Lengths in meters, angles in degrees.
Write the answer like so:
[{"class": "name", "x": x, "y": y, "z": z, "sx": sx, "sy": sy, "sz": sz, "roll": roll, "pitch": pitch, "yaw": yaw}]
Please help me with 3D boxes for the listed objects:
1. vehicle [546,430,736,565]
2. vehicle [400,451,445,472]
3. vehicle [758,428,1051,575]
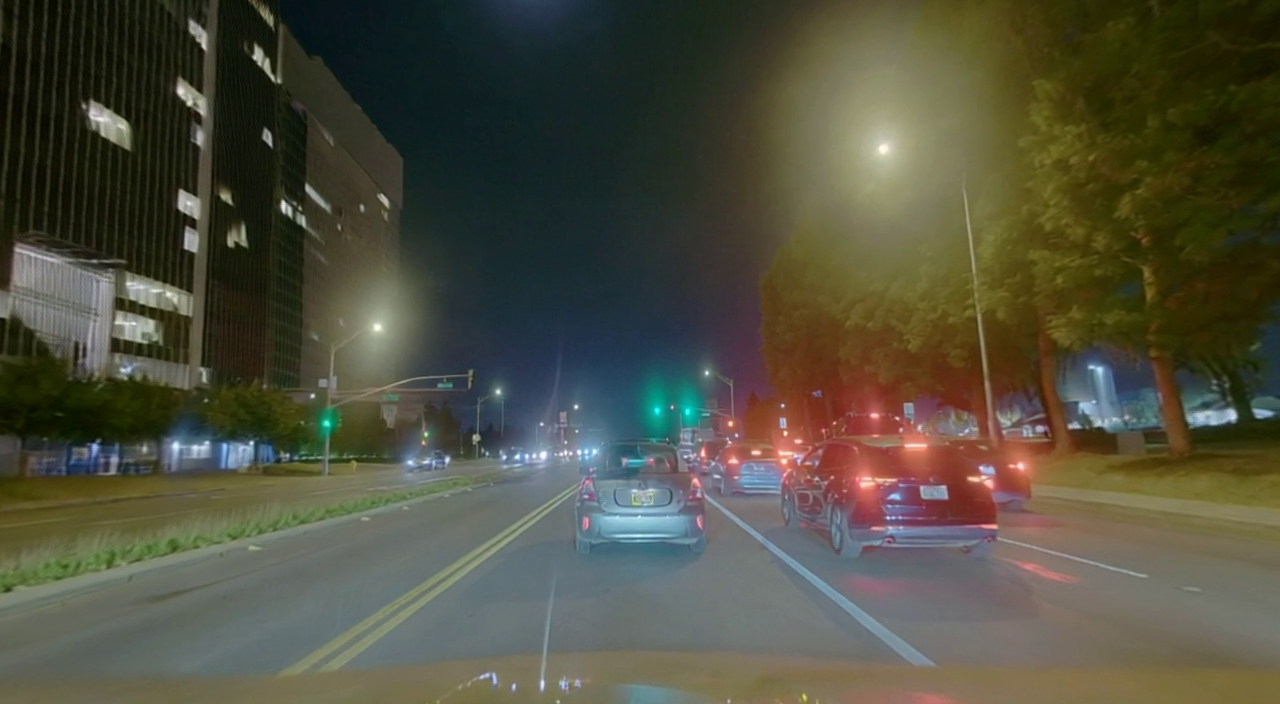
[{"class": "vehicle", "x": -0.037, "y": 1.924, "z": 9.132, "sx": 2.105, "sy": 1.474, "sz": 4.127, "roll": 0, "pitch": -8, "yaw": -1}, {"class": "vehicle", "x": -16.693, "y": 8.389, "z": 48.724, "sx": 1.864, "sy": 1.489, "sz": 4.346, "roll": 0, "pitch": -8, "yaw": 0}, {"class": "vehicle", "x": 3.131, "y": 1.859, "z": 8.770, "sx": 1.995, "sy": 1.483, "sz": 4.533, "roll": 0, "pitch": -8, "yaw": -2}]
